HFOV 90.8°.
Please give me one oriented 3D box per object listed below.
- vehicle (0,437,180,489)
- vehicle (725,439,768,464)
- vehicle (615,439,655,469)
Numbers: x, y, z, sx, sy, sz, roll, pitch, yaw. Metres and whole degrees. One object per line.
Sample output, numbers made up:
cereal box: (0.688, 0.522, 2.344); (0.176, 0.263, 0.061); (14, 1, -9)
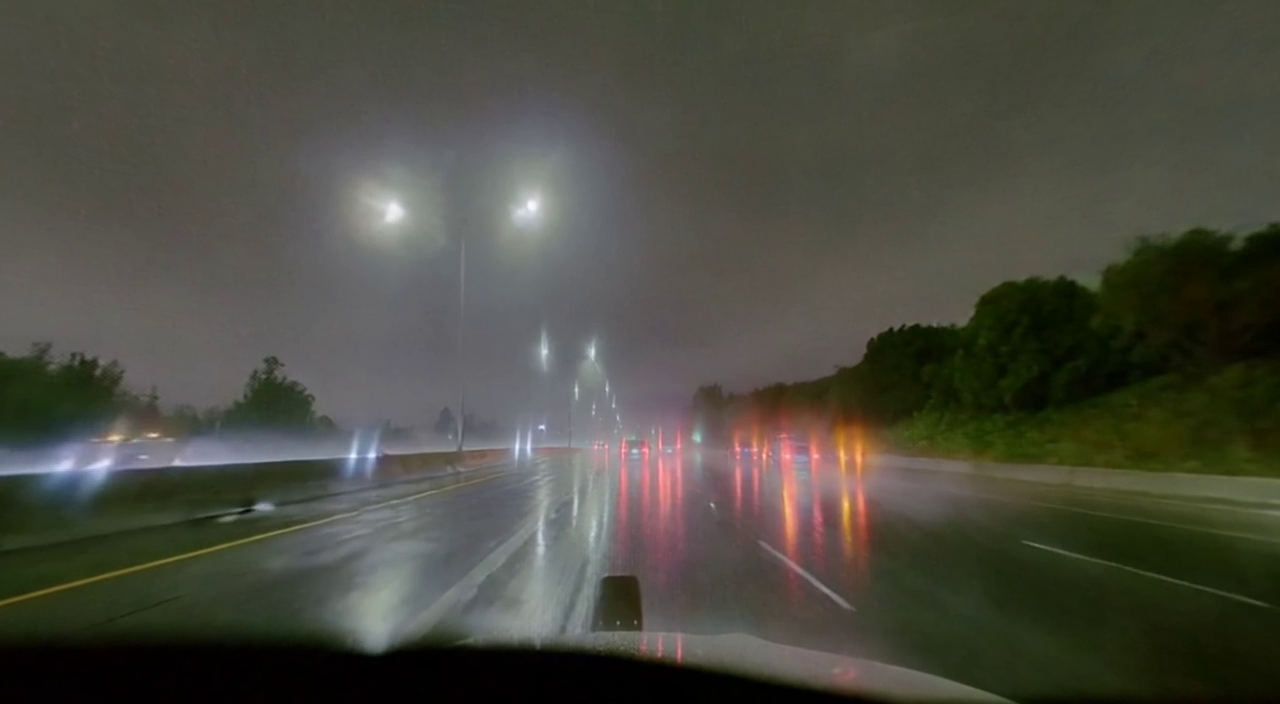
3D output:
vehicle: (-23.626, 4.773, 27.639); (2.345, 1.997, 6.208); (0, -8, 0)
vehicle: (6.872, 6.485, 41.296); (1.935, 1.478, 4.433); (0, -8, -2)
vehicle: (-0.306, 5.365, 33.272); (1.985, 1.457, 4.227); (0, -8, -1)
